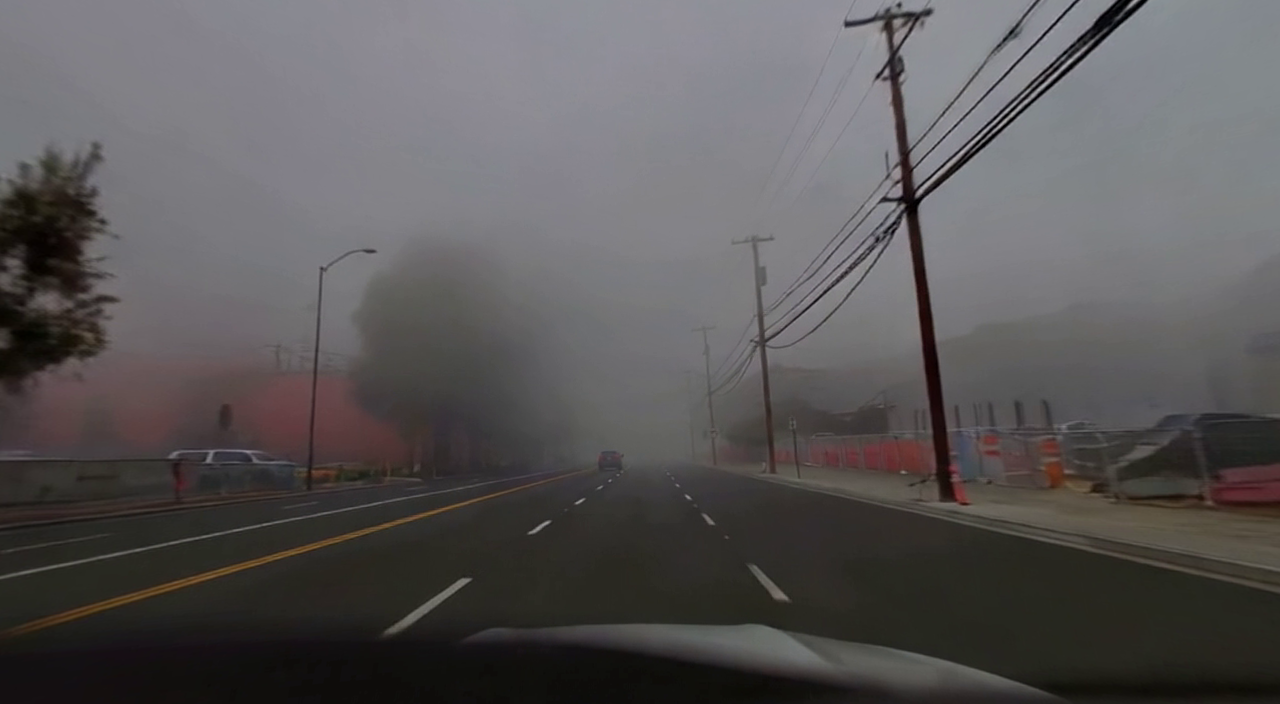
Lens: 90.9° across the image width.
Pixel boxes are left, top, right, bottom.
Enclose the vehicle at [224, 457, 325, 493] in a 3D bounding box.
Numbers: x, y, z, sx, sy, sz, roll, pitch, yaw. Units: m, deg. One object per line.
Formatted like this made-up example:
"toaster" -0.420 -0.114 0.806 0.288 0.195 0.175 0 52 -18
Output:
"vehicle" -17.157 5.777 29.926 1.995 1.460 4.802 0 -9 -2
